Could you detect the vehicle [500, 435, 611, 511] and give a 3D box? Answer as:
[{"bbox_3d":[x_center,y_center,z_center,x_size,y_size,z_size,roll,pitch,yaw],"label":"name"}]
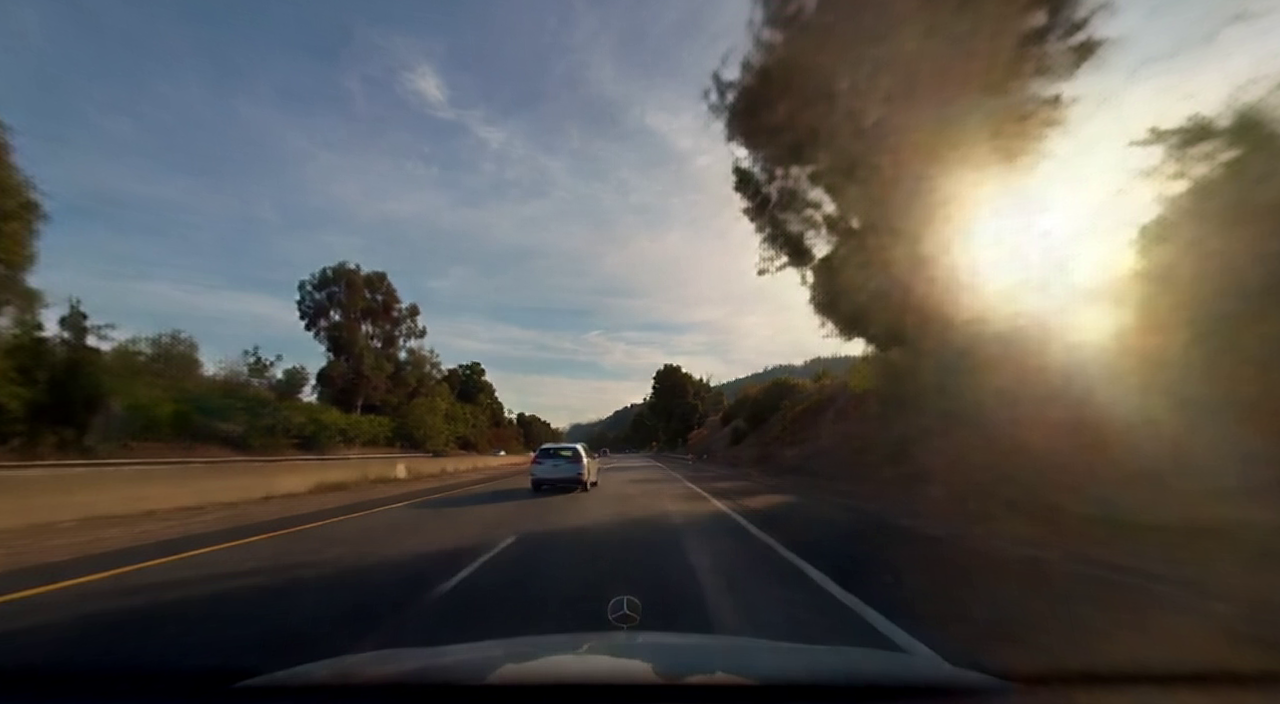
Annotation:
[{"bbox_3d":[-2.011,3.067,16.482,2.135,1.686,4.517,-1,-9,2],"label":"vehicle"}]
